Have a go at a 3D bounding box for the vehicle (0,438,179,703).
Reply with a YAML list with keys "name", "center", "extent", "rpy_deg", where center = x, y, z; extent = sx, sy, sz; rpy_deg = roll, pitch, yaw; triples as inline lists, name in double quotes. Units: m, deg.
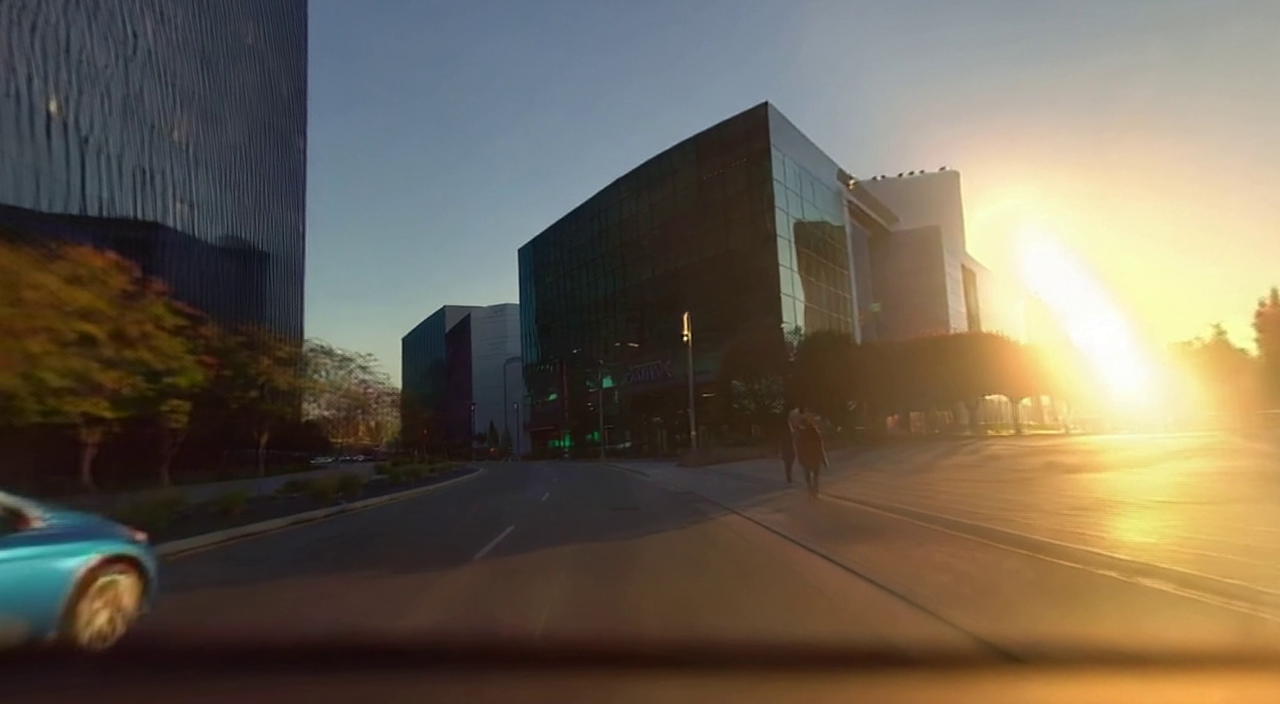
- name: "vehicle"
  center: [-4.568, 1.066, 2.475]
  extent: [2.045, 1.479, 4.616]
  rpy_deg: [0, -9, -1]
